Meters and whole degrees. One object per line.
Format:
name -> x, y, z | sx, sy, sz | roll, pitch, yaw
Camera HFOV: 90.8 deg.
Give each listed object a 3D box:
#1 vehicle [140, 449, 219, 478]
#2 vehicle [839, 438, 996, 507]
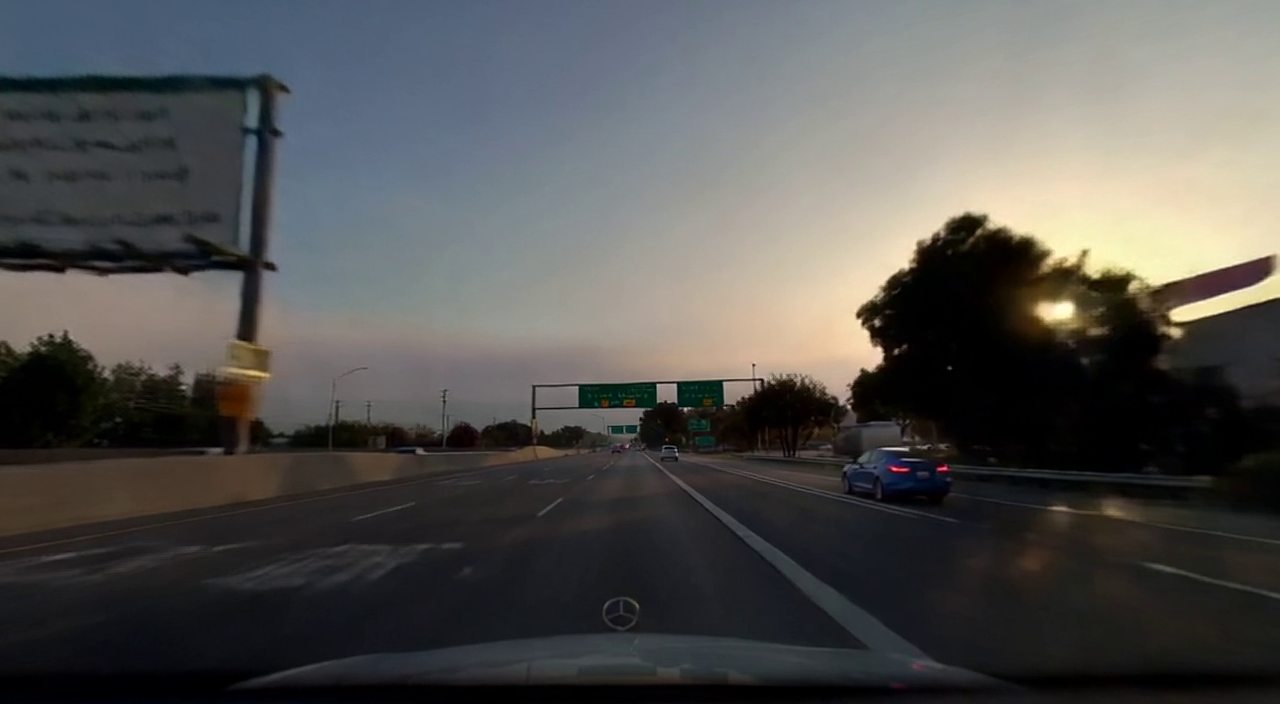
vehicle -> -26.480, 6.387, 36.454 | 1.706, 1.468, 3.746 | 0, -8, 0
vehicle -> 6.914, 2.999, 16.382 | 1.958, 1.498, 4.447 | 1, -8, -1
